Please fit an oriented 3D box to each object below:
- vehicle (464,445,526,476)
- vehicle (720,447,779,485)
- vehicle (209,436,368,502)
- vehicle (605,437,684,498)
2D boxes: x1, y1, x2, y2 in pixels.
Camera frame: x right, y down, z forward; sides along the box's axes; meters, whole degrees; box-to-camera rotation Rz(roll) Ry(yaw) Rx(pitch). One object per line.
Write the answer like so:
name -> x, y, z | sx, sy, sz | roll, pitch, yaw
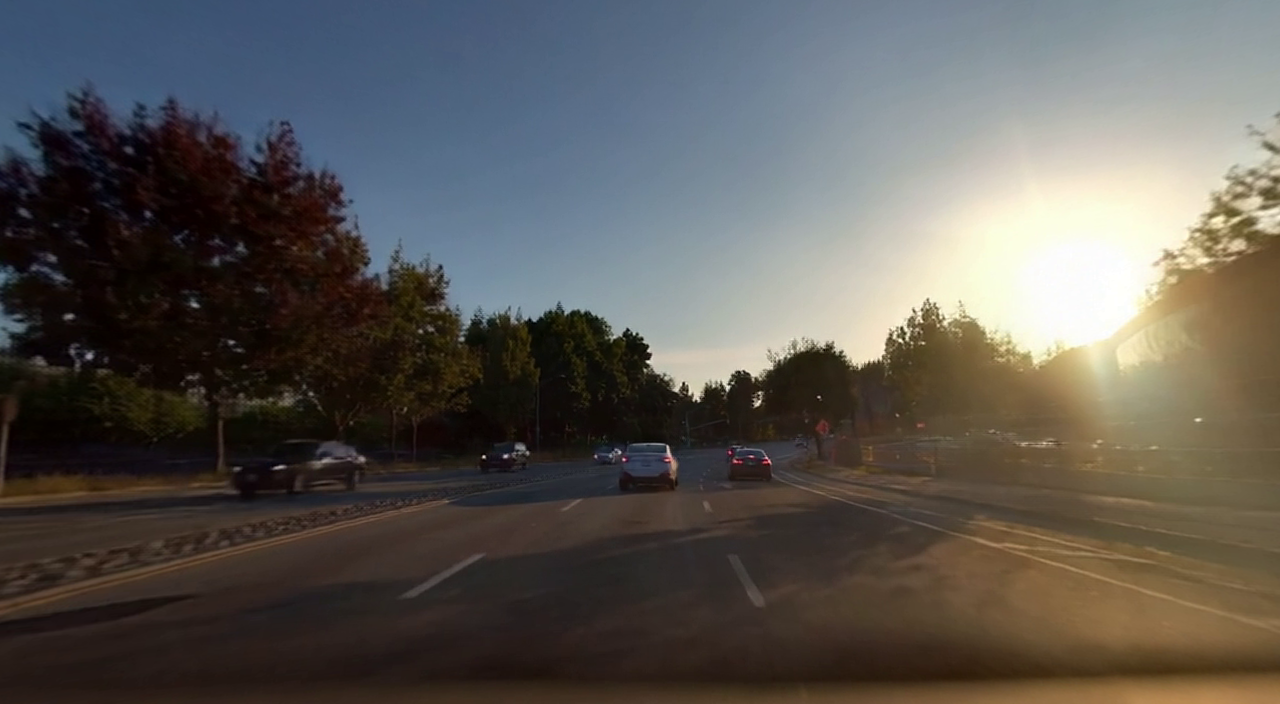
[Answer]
vehicle -> -8.892, 6.679, 39.179 | 2.329, 1.757, 4.464 | -1, -9, 7
vehicle -> 4.584, 4.825, 26.989 | 2.147, 1.474, 4.083 | -1, -9, 6
vehicle -> -10.733, 3.589, 19.790 | 2.034, 1.791, 4.582 | -1, -9, 5
vehicle -> 0.277, 3.542, 19.803 | 2.105, 1.676, 4.541 | -1, -9, 5
